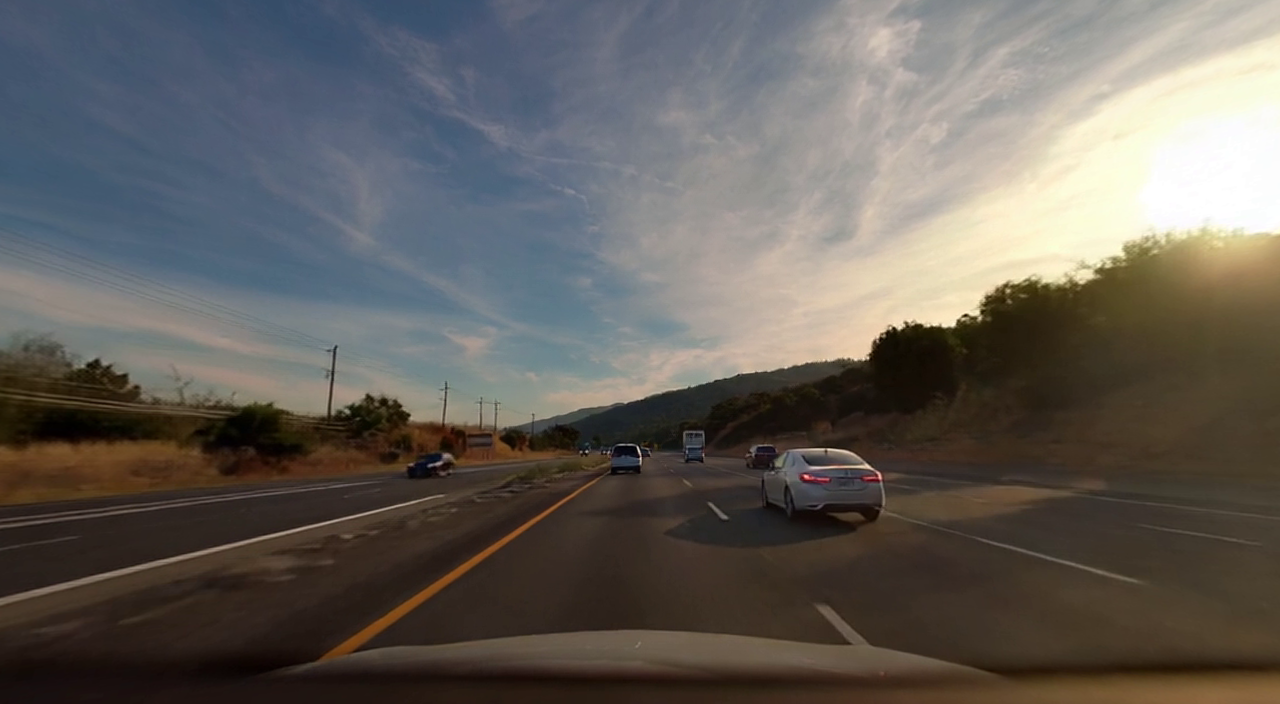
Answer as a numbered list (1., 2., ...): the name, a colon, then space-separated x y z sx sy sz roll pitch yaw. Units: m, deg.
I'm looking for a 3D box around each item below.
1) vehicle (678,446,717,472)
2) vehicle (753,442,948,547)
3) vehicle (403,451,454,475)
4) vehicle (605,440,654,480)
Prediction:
1. vehicle: 3.651 6.888 40.730 2.047 1.540 4.294 0 -9 0
2. vehicle: 3.371 2.347 11.045 2.004 1.471 4.032 0 -9 0
3. vehicle: -14.200 7.480 42.541 1.884 1.510 4.230 0 -9 1
4. vehicle: -0.447 5.078 29.893 2.142 1.724 4.344 0 -9 0
